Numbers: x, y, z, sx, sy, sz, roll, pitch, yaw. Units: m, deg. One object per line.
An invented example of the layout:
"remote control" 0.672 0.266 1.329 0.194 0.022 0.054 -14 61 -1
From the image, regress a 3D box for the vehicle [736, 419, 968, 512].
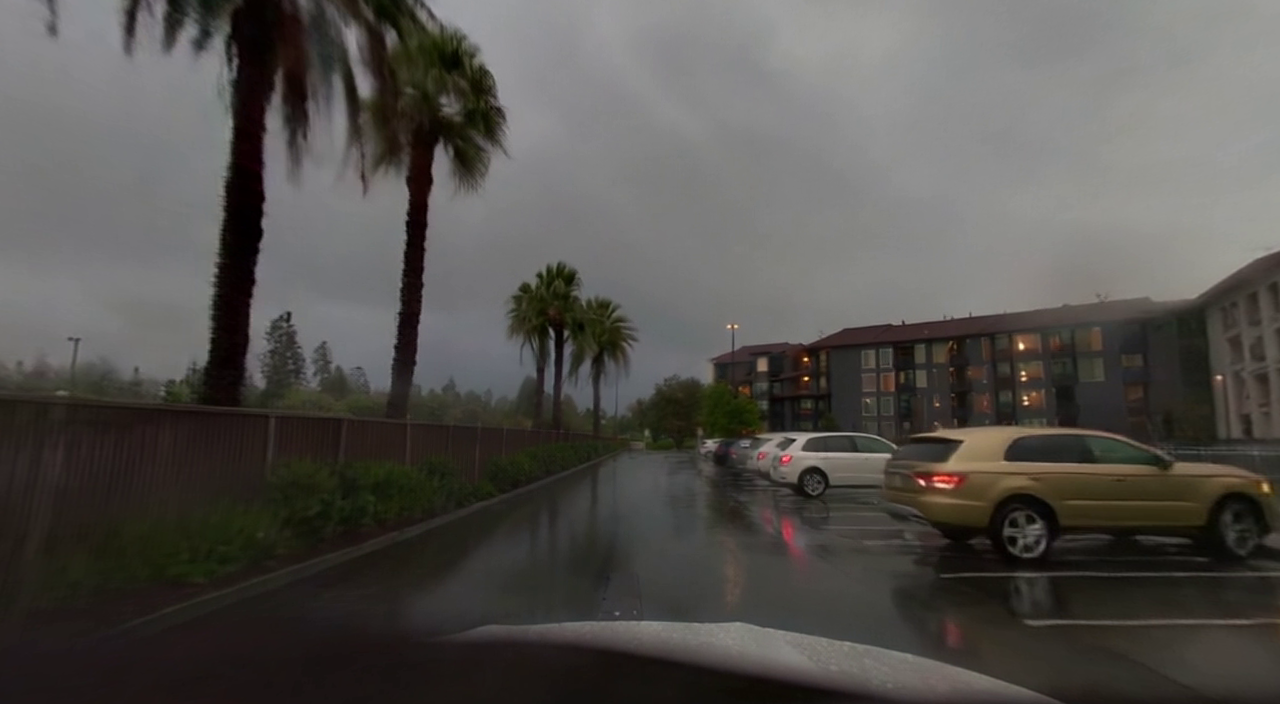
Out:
"vehicle" 5.580 3.031 17.306 5.639 2.033 2.172 2 -7 5

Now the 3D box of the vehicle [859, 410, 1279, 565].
"vehicle" 6.115 1.781 8.724 5.381 1.826 2.047 0 -9 -2
